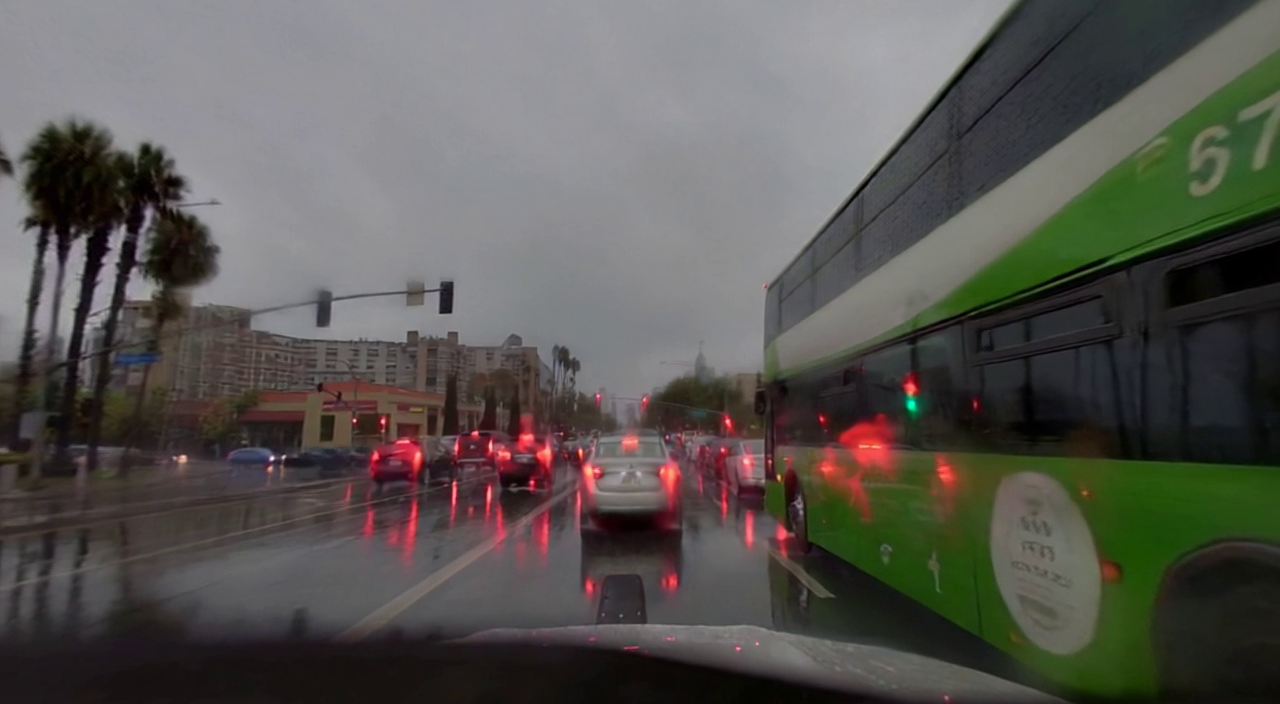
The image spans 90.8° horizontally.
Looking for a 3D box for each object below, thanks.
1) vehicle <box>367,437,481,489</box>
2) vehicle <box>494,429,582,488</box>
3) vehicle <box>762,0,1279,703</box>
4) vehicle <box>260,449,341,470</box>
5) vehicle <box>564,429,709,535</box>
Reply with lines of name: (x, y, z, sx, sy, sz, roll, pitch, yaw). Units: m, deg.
vehicle: (-6.874, 3.580, 20.749, 1.927, 1.480, 4.832, 0, -9, 2)
vehicle: (-3.224, 3.487, 20.876, 2.020, 1.721, 4.366, 0, -9, 2)
vehicle: (3.546, -0.125, 3.777, 2.970, 4.015, 13.606, 0, -9, 0)
vehicle: (-24.199, 7.675, 45.183, 4.653, 1.472, 1.870, 0, -9, -4)
vehicle: (-0.054, 2.141, 10.958, 2.060, 1.499, 3.831, 0, -9, 0)
